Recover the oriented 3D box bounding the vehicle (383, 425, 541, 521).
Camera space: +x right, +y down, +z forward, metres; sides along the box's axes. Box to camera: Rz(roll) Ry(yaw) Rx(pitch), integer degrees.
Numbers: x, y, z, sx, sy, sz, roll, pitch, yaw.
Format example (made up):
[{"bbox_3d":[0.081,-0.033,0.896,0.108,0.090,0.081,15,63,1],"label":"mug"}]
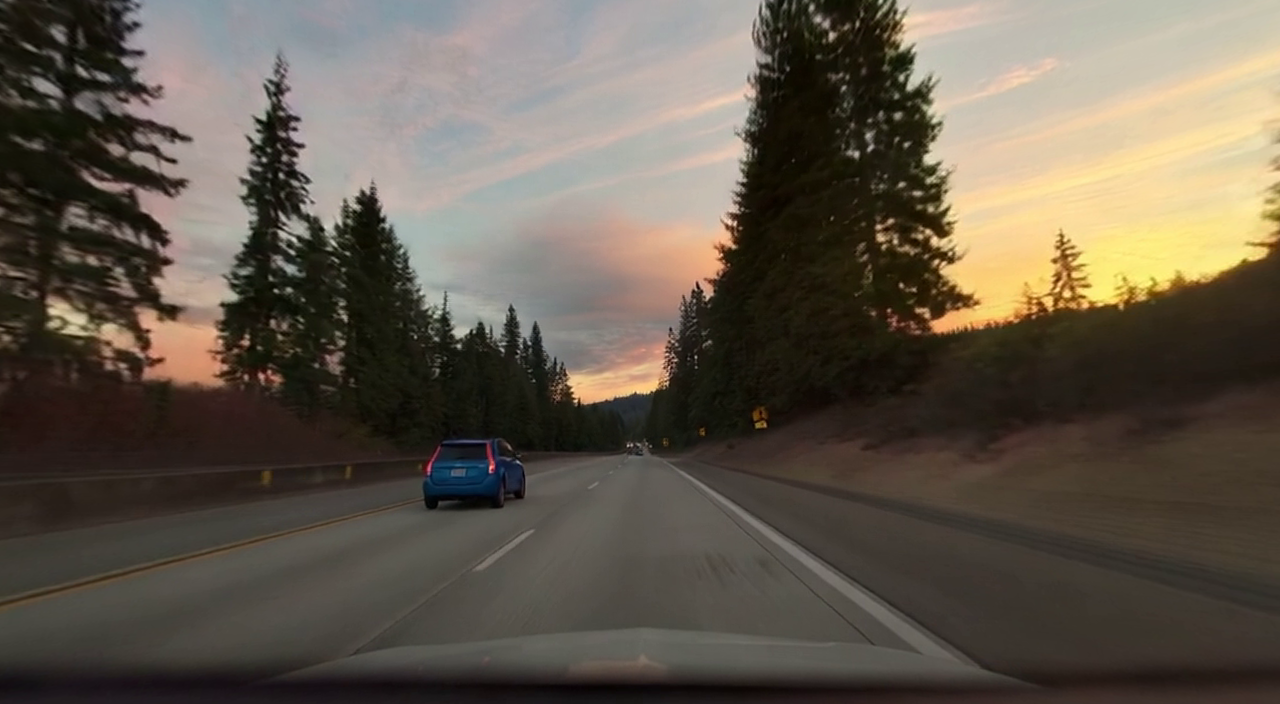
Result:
[{"bbox_3d":[-3.668,2.577,13.959,2.084,1.752,4.479,-1,-8,1],"label":"vehicle"}]
